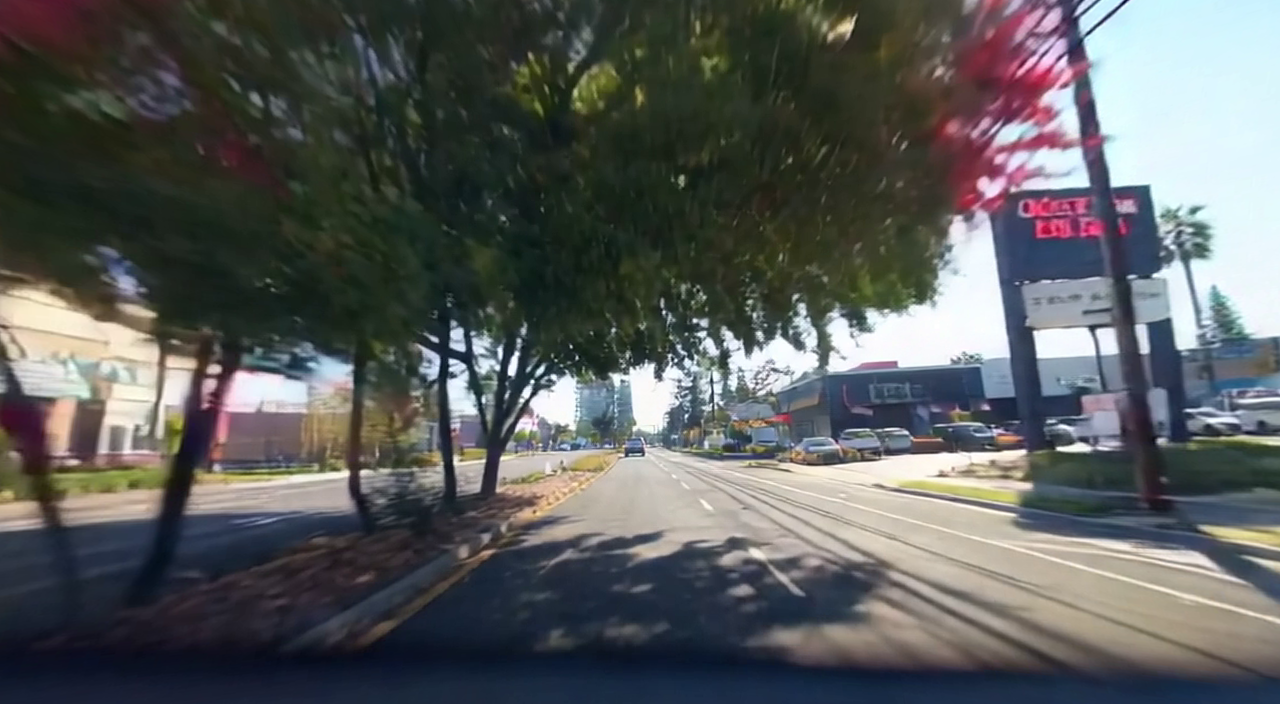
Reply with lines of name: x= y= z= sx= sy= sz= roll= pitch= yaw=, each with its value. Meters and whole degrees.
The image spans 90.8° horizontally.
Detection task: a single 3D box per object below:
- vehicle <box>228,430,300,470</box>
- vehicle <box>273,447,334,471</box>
vehicle: x=-25.708 y=6.717 z=43.428 sx=2.364 sy=2.577 sz=5.460 roll=2 pitch=-9 yaw=-11
vehicle: x=-23.142 y=7.347 z=43.661 sx=1.972 sy=1.505 sz=4.657 roll=1 pitch=-9 yaw=-5
